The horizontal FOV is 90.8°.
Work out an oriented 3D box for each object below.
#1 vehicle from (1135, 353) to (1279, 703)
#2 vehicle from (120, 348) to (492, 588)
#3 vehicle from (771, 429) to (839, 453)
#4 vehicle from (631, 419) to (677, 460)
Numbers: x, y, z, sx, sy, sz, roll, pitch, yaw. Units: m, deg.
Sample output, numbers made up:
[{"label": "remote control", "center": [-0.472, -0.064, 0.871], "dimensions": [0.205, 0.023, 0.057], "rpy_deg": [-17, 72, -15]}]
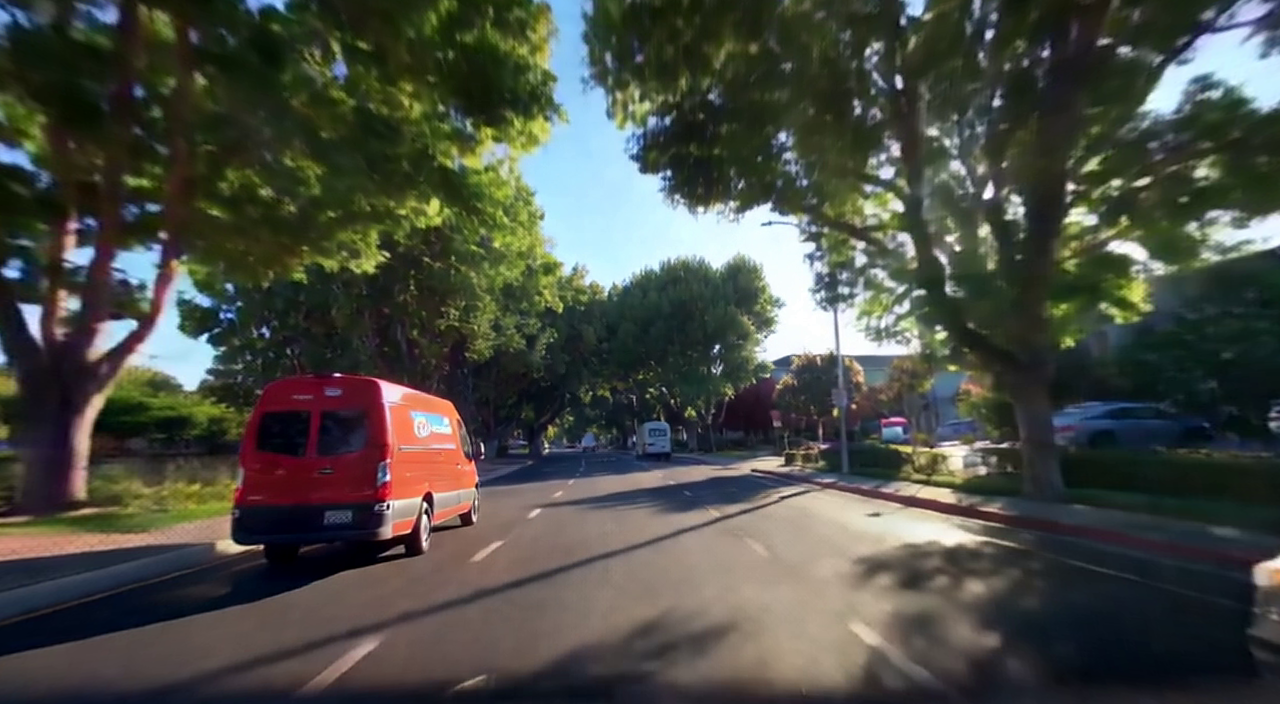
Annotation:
[{"label": "vehicle", "center": [3.785, 0.598, 1.068], "dimensions": [2.087, 1.658, 4.612], "rpy_deg": [0, -8, -1]}, {"label": "vehicle", "center": [-3.630, 1.396, 8.215], "dimensions": [2.420, 2.227, 4.499], "rpy_deg": [0, -8, -2]}, {"label": "vehicle", "center": [11.671, 6.328, 44.842], "dimensions": [4.117, 1.627, 2.086], "rpy_deg": [1, -9, -6]}, {"label": "vehicle", "center": [0.823, 5.887, 42.328], "dimensions": [2.397, 2.566, 5.324], "rpy_deg": [1, -9, -6]}]
